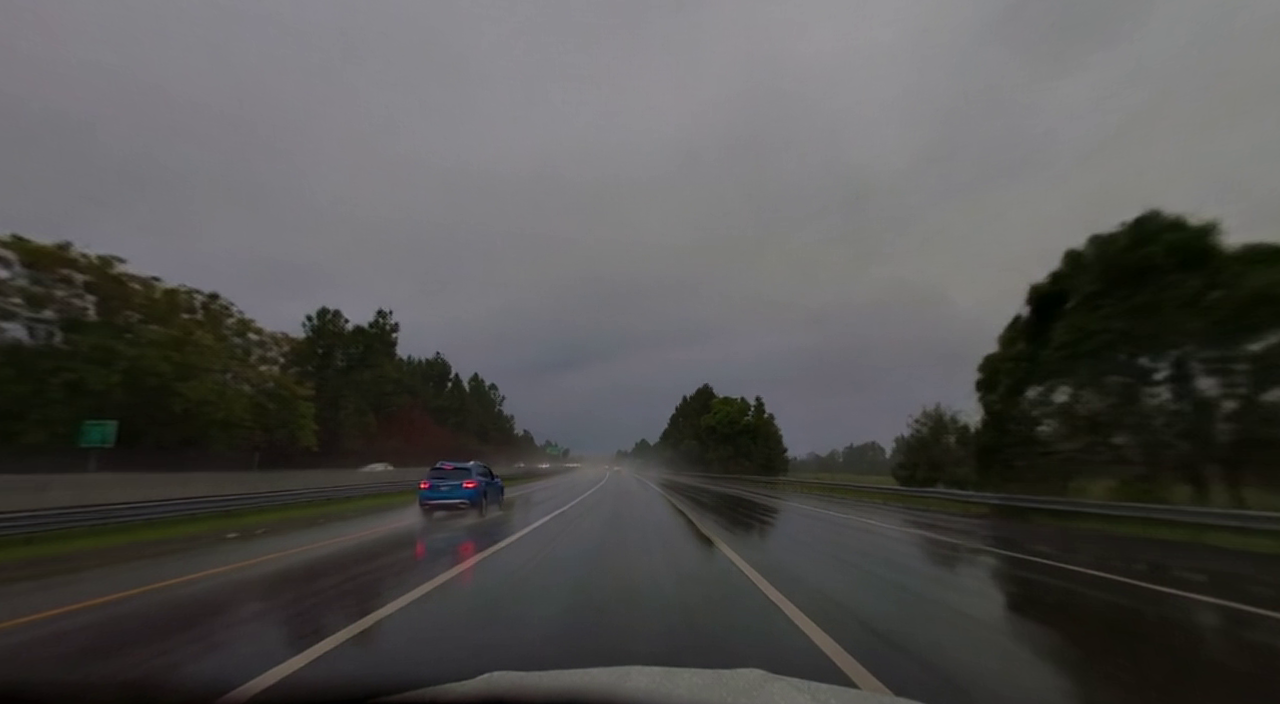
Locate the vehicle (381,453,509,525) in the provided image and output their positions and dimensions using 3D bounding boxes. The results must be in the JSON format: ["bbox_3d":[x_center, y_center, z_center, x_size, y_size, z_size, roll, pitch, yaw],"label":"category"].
[{"bbox_3d":[-4.761,3.423,16.020,2.025,1.584,3.657,1,-11,0],"label":"vehicle"}]
